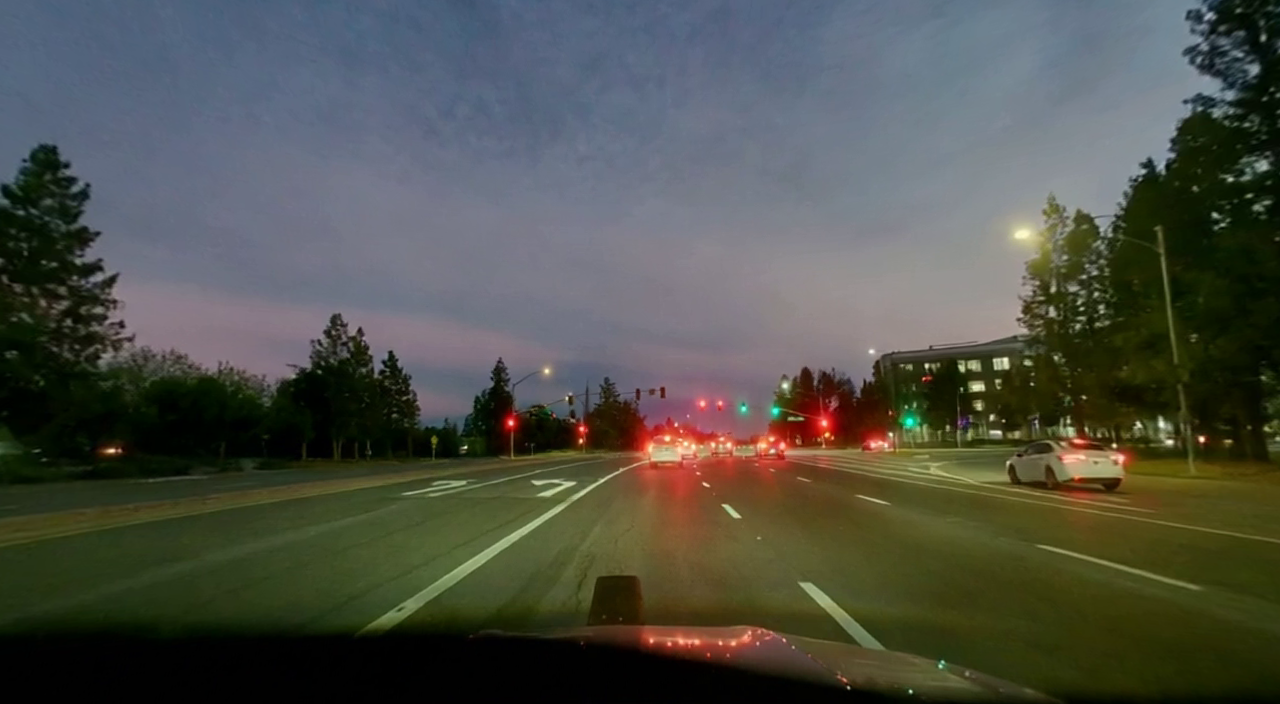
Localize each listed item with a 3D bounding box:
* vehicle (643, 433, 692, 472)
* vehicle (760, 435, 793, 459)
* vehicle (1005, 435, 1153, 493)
[{"bbox_3d":[1.454,5.045,31.866,2.211,1.795,4.179,-1,-9,5],"label":"vehicle"},{"bbox_3d":[10.675,7.523,49.833,2.074,1.791,4.393,-1,-9,6],"label":"vehicle"},{"bbox_3d":[13.826,3.537,20.316,2.118,1.606,4.640,-2,-9,11],"label":"vehicle"}]
